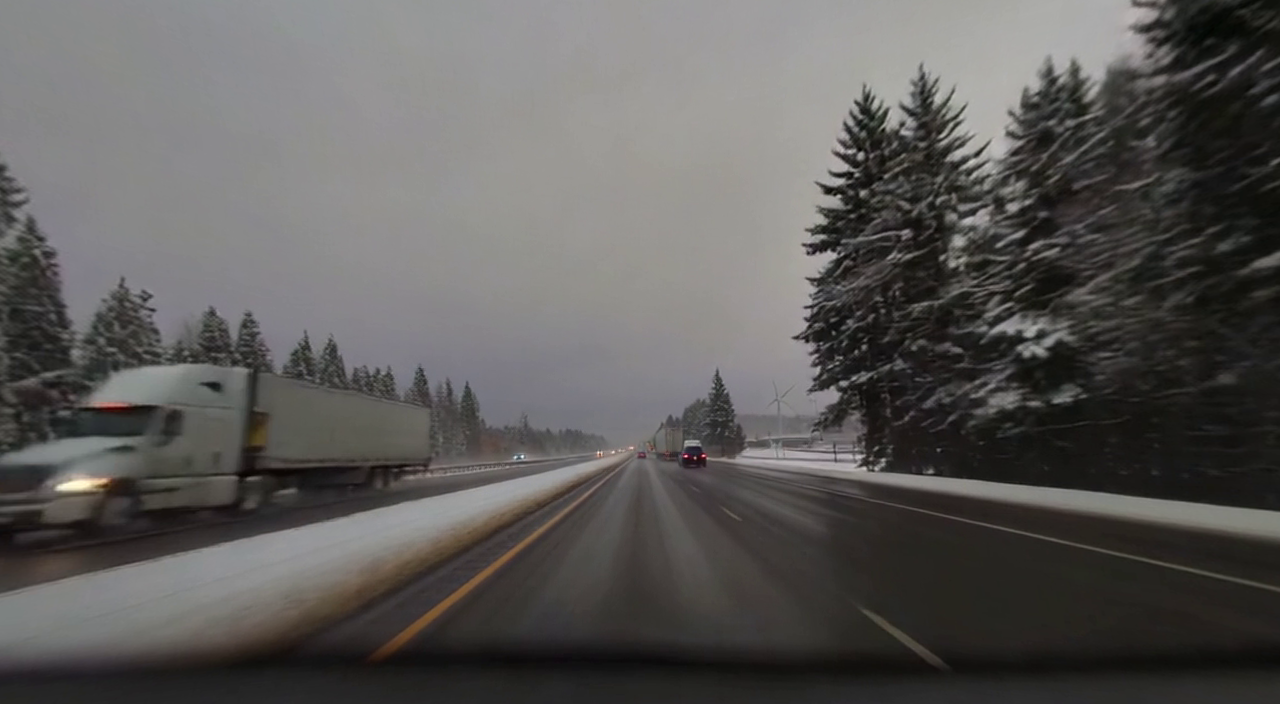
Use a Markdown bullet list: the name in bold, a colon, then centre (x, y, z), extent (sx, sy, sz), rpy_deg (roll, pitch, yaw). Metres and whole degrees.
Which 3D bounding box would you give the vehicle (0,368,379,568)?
- **vehicle**: centre (-8.193, 2.205, 12.583), extent (2.700, 2.772, 7.443), rpy_deg (0, -9, 0)
